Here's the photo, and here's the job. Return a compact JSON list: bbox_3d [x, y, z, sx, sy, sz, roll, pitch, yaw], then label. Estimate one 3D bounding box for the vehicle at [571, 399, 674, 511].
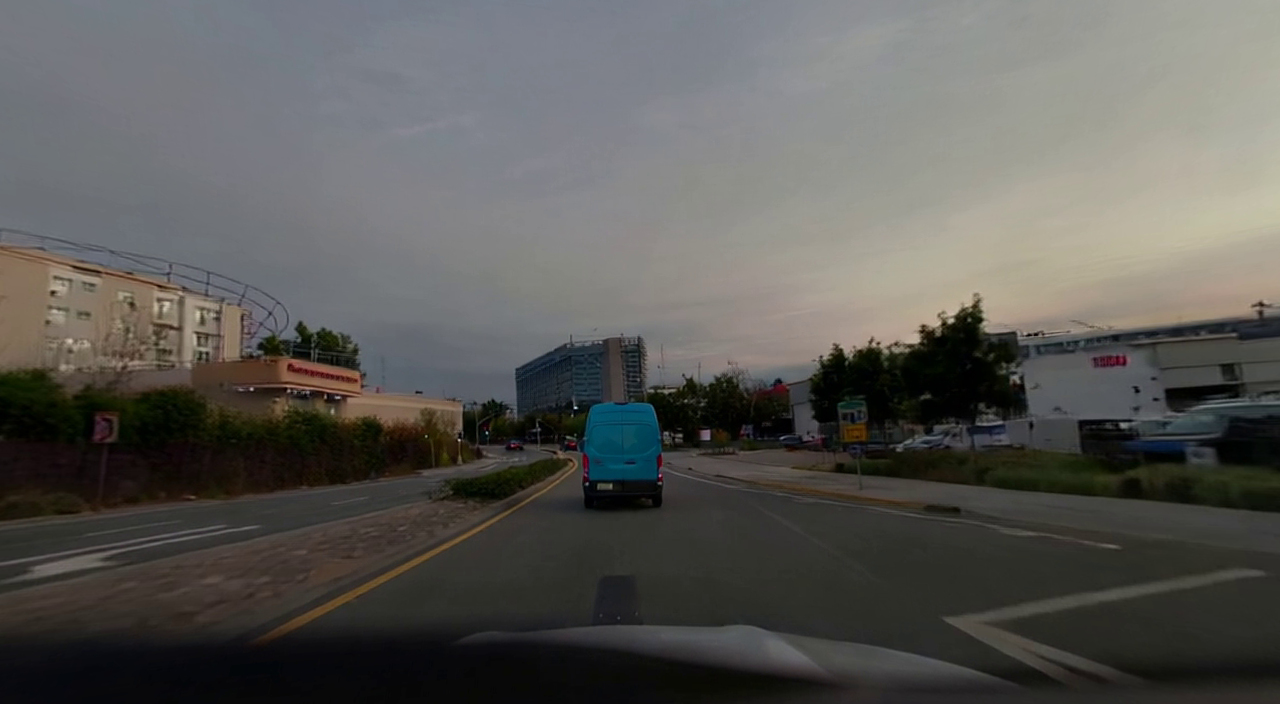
[{"bbox_3d":[-0.667,2.893,17.832,2.432,2.624,5.670,0,-9,-5],"label":"vehicle"}]
